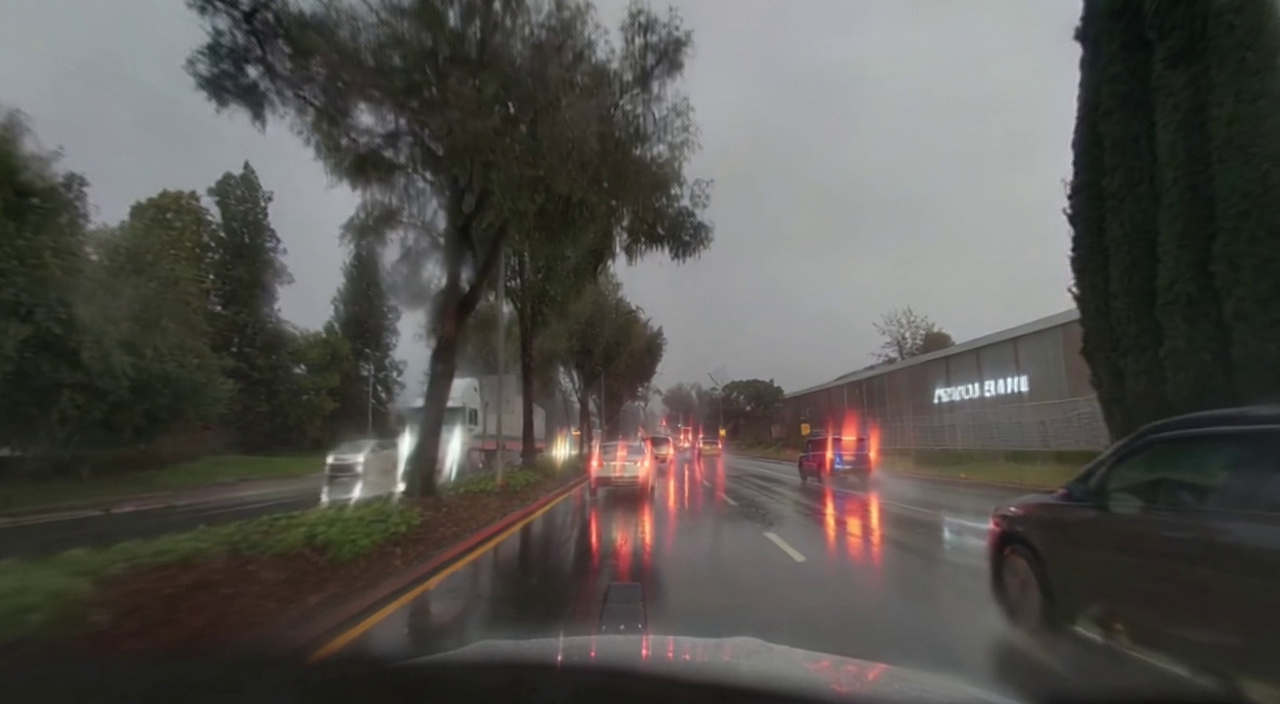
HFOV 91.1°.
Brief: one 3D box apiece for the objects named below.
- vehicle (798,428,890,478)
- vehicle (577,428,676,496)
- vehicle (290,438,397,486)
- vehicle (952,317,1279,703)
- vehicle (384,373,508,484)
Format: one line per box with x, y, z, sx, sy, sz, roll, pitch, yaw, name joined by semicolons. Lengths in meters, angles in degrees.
7.772;3.907;24.432;2.090;1.768;4.407;0;-9;0;vehicle
-0.329;2.887;16.784;2.315;1.563;4.080;0;-9;0;vehicle
-11.887;4.432;25.588;2.058;1.759;4.577;0;-9;1;vehicle
3.596;0.793;2.772;2.090;1.763;4.560;0;-9;1;vehicle
-8.135;3.441;27.545;3.021;4.215;7.024;0;-9;1;vehicle
